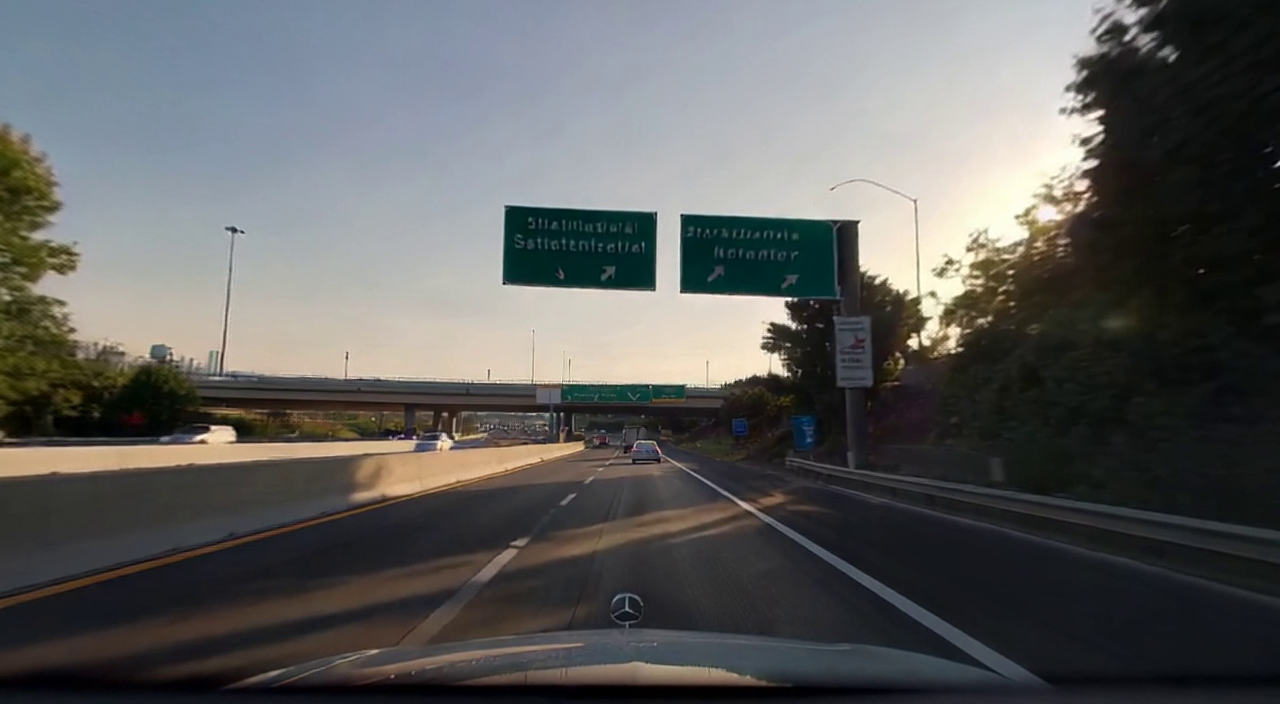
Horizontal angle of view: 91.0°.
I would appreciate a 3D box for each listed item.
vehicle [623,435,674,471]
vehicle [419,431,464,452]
[{"bbox_3d":[0.369,4.535,28.466,2.130,1.512,4.057,0,-8,0],"label":"vehicle"},{"bbox_3d":[-15.031,6.796,47.831,1.880,1.535,4.651,1,-8,0],"label":"vehicle"}]
